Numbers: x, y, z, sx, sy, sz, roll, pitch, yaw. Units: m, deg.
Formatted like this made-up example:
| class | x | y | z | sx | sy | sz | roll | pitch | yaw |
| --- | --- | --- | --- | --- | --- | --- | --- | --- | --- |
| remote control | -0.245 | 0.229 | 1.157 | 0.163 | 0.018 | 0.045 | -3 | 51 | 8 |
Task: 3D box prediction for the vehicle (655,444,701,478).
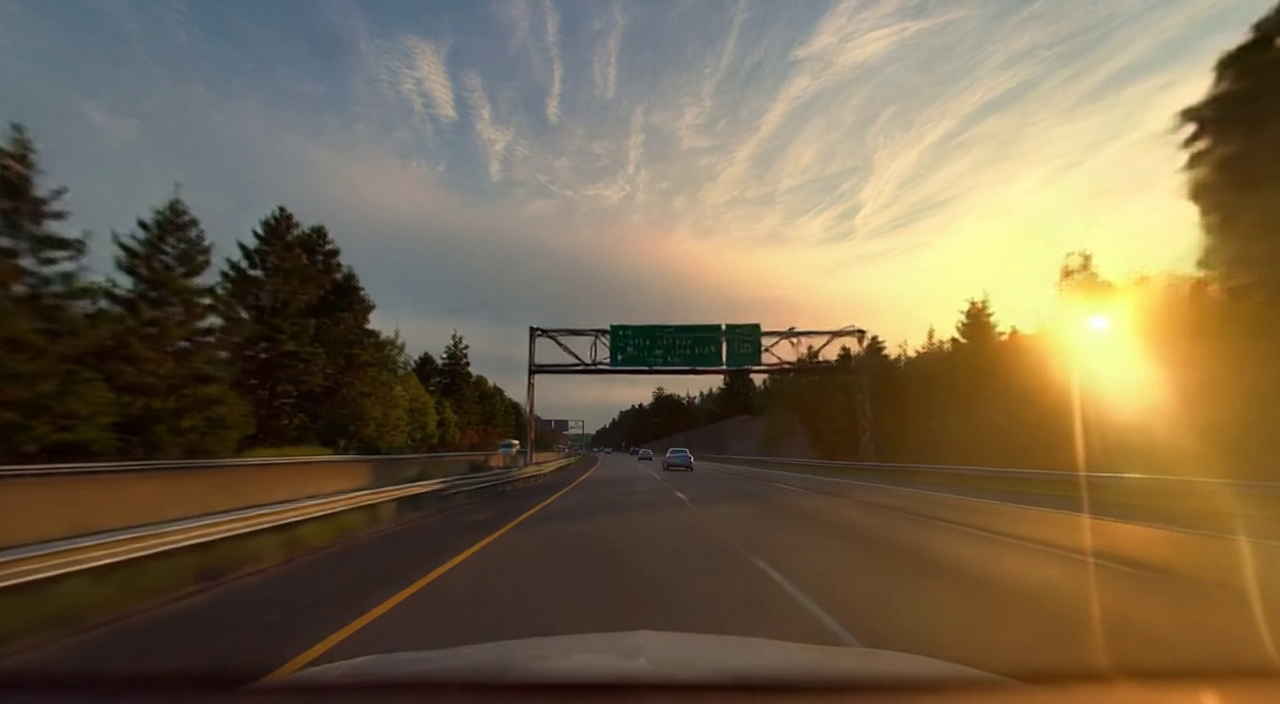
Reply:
| class | x | y | z | sx | sy | sz | roll | pitch | yaw |
| --- | --- | --- | --- | --- | --- | --- | --- | --- | --- |
| vehicle | 1.846 | 5.490 | 31.876 | 2.011 | 1.590 | 3.607 | 0 | -9 | -2 |
